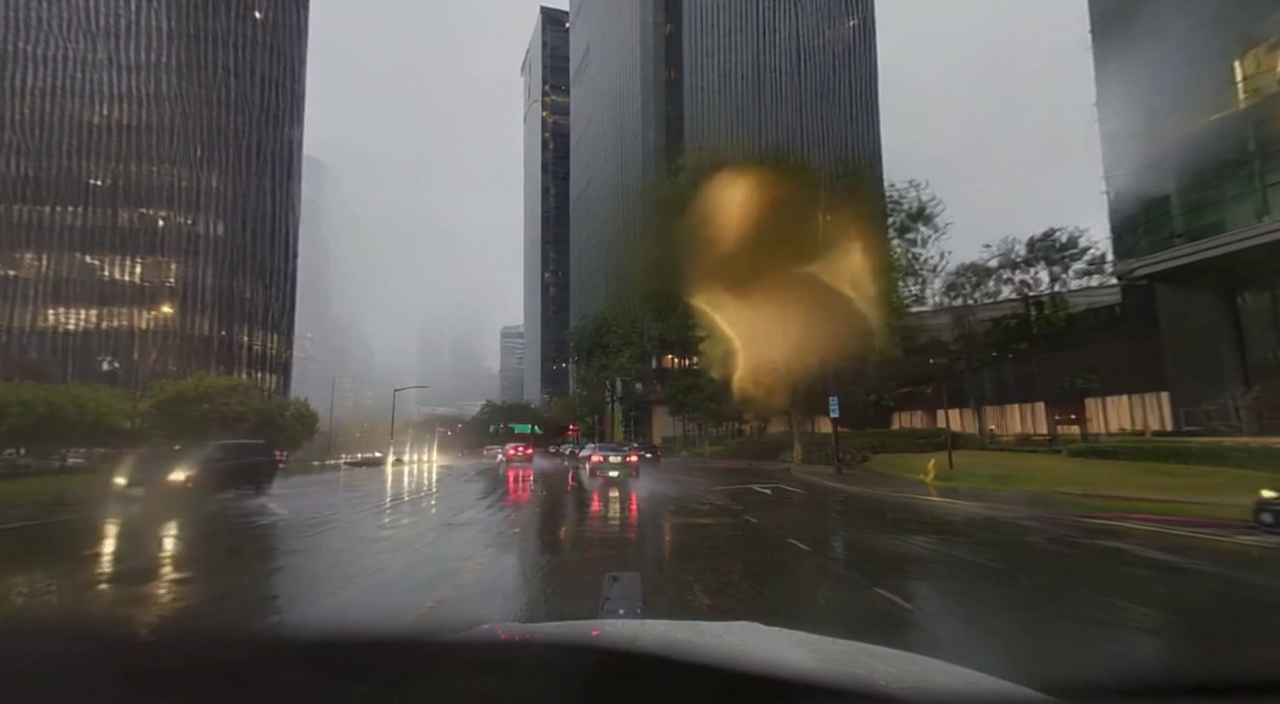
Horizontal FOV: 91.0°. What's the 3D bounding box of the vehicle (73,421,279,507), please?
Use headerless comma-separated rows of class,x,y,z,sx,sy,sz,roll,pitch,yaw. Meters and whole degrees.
vehicle,-13.066,3.372,18.372,2.334,1.945,5.298,6,-13,-7

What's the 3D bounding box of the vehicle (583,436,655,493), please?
vehicle,-0.636,3.716,21.171,2.183,1.675,4.319,0,-9,0

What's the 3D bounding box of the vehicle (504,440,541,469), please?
vehicle,-7.656,6.600,40.623,2.121,1.728,4.161,2,-9,-13
